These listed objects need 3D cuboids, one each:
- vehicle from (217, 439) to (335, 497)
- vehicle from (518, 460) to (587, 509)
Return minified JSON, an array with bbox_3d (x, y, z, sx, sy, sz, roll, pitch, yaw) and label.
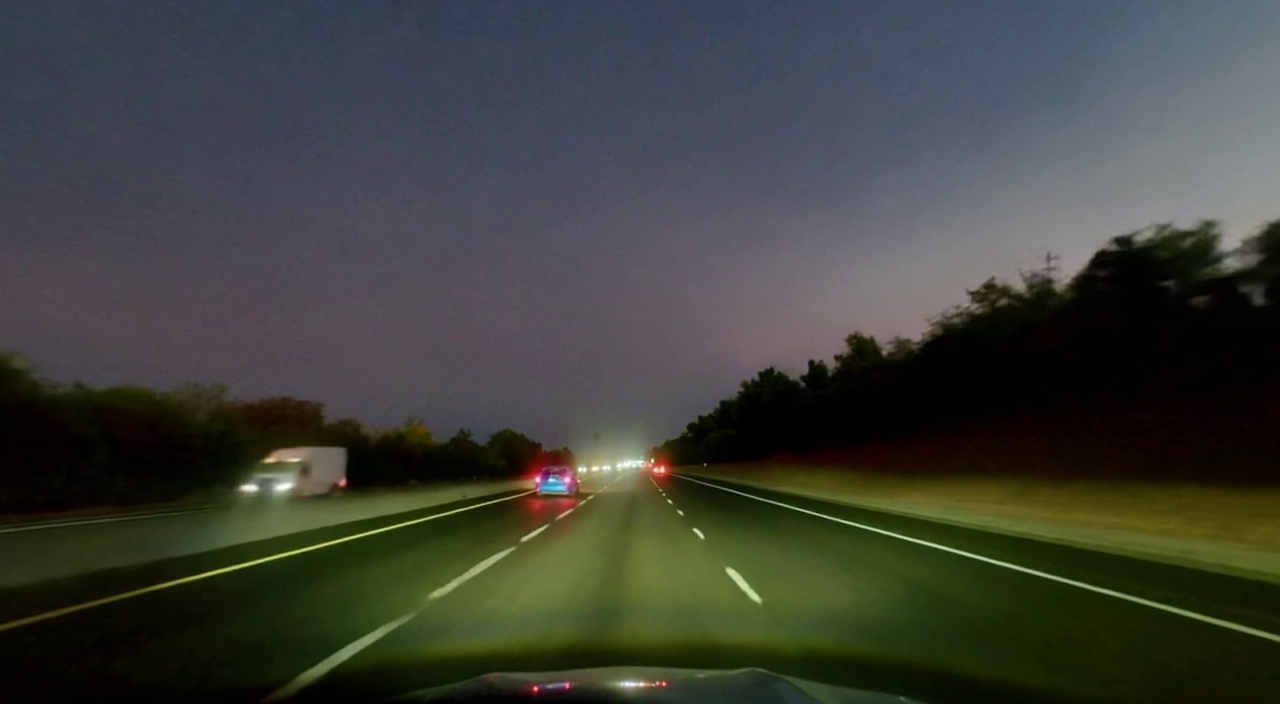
[{"bbox_3d":[-19.369,6.287,34.054,2.562,2.777,6.237,-1,-11,0],"label":"vehicle"},{"bbox_3d":[-2.983,4.638,22.324,1.797,1.532,4.072,1,-10,1],"label":"vehicle"}]
